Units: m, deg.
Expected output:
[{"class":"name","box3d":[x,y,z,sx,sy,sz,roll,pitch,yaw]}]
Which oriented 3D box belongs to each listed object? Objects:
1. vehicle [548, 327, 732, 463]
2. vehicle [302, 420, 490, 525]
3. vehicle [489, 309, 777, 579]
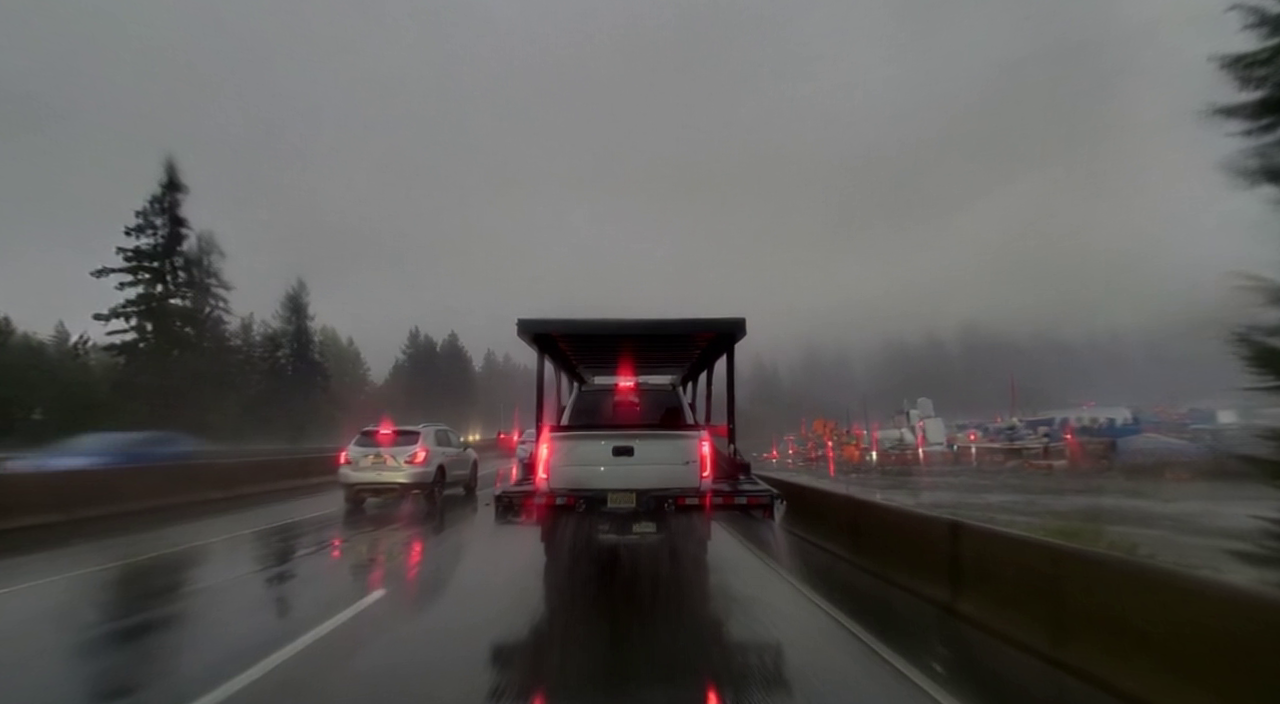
[{"class":"vehicle","box3d":[-0.114,0.850,9.821,2.156,1.604,4.680,0,-9,-3]},{"class":"vehicle","box3d":[-4.465,2.280,12.506,2.057,1.665,4.572,0,-9,-2]},{"class":"vehicle","box3d":[-0.266,1.643,11.363,2.735,2.597,10.435,0,-9,-2]}]
